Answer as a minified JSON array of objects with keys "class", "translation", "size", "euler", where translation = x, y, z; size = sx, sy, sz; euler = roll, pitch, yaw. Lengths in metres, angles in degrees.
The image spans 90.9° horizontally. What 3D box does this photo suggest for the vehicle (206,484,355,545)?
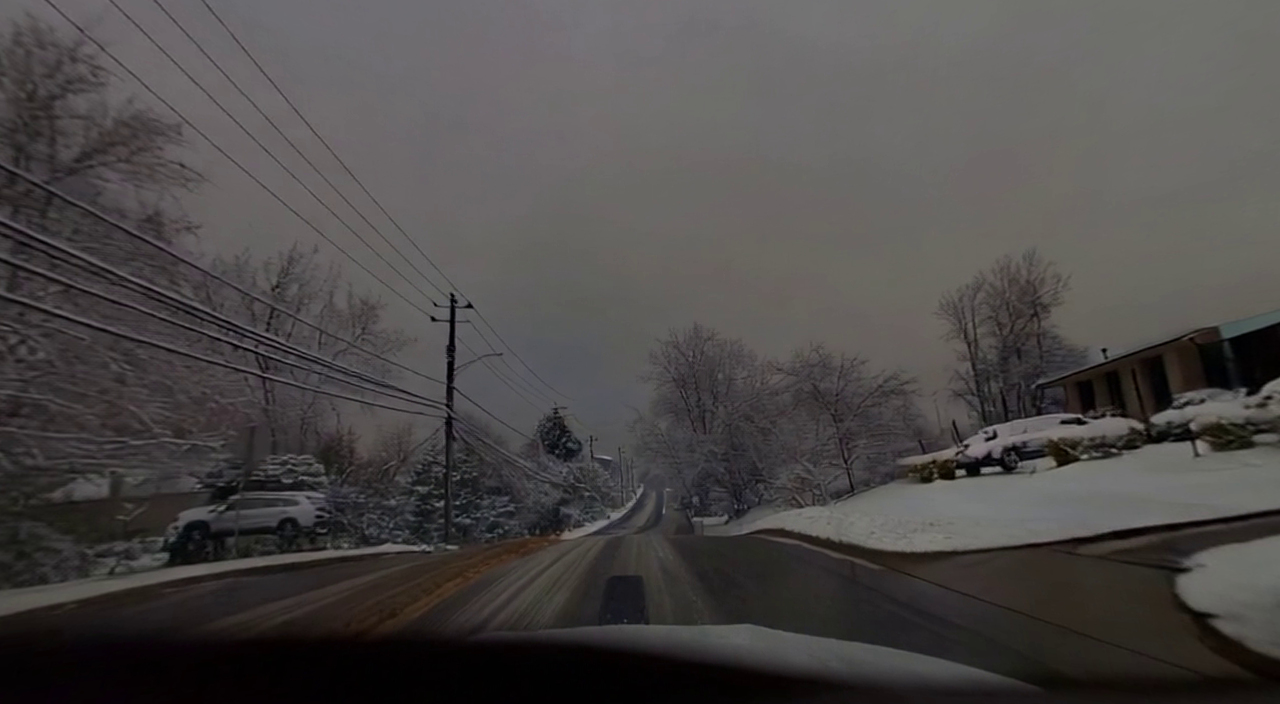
[{"class":"vehicle","translation":[-16.323,7.393,29.274],"size":[2.301,2.081,6.706],"euler":[-3,-10,8]}]
